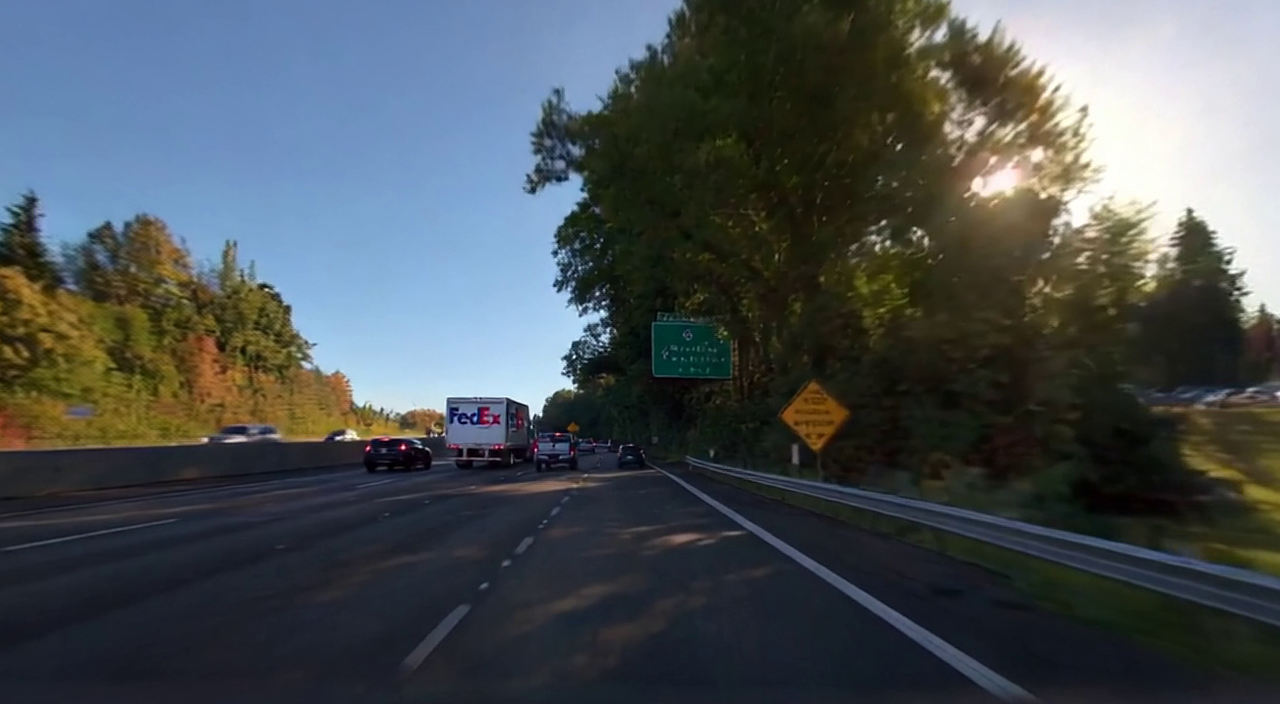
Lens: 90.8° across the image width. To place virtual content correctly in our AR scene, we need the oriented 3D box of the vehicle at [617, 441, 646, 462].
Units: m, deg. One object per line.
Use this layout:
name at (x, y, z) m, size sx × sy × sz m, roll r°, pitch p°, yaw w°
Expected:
vehicle at (-0.680, 7.520, 47.630) m, size 2.043 × 1.489 × 3.839 m, roll 0°, pitch -9°, yaw -2°

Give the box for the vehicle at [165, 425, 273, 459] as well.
vehicle at (-23.256, 5.031, 35.272) m, size 2.162 × 1.730 × 5.777 m, roll 0°, pitch -9°, yaw -1°

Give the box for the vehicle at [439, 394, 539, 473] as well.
vehicle at (-6.985, 4.040, 30.681) m, size 2.870 × 3.266 × 8.589 m, roll 0°, pitch -9°, yaw -1°

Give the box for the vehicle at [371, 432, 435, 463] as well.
vehicle at (-13.646, 5.555, 36.680) m, size 2.018 × 1.668 × 4.409 m, roll 0°, pitch -9°, yaw -1°

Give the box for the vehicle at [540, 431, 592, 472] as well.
vehicle at (-3.619, 4.979, 31.679) m, size 2.170 × 1.886 × 4.628 m, roll 0°, pitch -9°, yaw -1°
